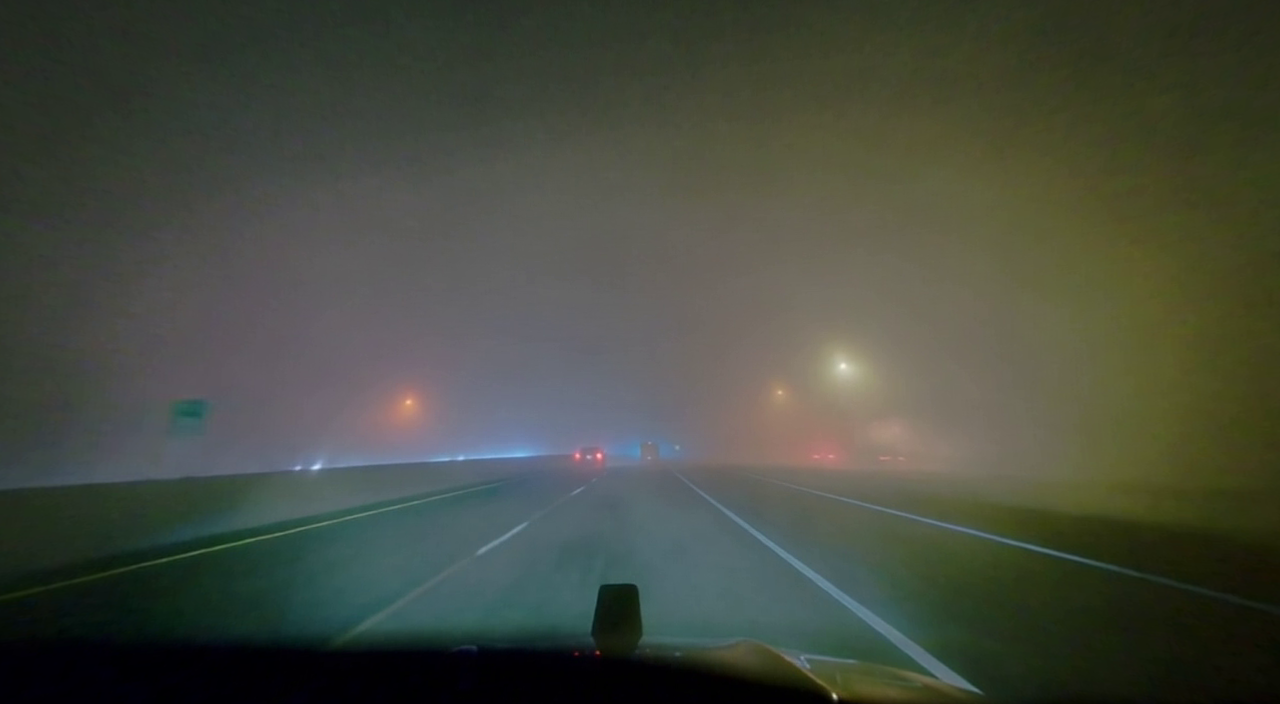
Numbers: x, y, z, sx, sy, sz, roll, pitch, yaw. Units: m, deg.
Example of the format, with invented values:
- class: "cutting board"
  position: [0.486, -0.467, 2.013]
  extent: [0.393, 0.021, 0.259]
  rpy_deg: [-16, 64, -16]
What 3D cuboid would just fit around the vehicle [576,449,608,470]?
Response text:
- class: "vehicle"
  position: [-3.555, 8.068, 47.401]
  extent: [2.001, 1.521, 3.900]
  rpy_deg: [-1, -9, 1]
